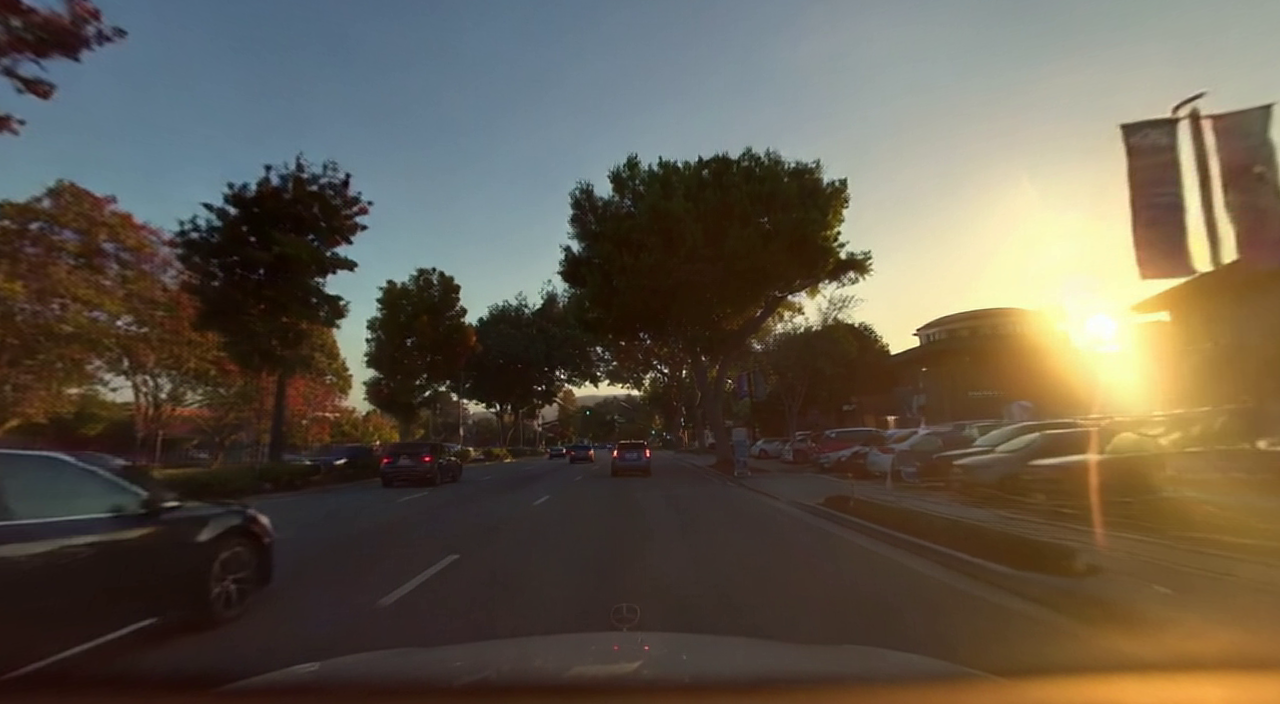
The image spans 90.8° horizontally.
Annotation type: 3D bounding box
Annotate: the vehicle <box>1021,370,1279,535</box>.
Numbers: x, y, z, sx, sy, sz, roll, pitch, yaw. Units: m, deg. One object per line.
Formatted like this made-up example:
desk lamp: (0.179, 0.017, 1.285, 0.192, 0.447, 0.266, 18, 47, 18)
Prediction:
vehicle: (8.924, 1.319, 9.160, 5.634, 1.895, 2.223, -1, -9, -13)

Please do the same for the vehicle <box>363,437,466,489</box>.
vehicle: (-7.931, 3.931, 22.766, 2.038, 1.649, 4.665, 0, -9, -1)

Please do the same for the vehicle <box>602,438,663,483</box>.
vehicle: (-0.300, 3.956, 23.285, 2.061, 1.469, 3.954, 0, -9, -2)

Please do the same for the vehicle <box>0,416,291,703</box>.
vehicle: (-3.993, 1.042, 3.000, 1.973, 1.456, 4.850, 0, -9, -1)

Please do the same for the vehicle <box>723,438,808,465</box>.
vehicle: (7.386, 5.907, 37.558, 4.619, 1.523, 1.873, 0, -8, -1)
